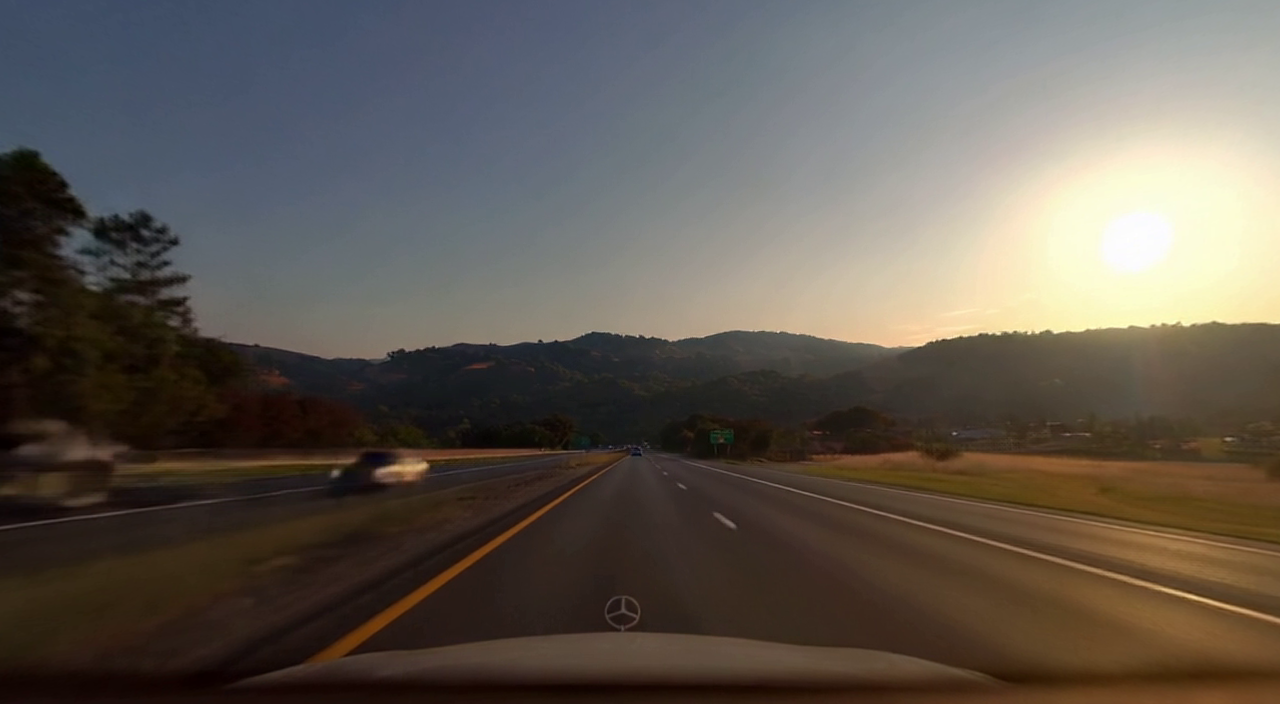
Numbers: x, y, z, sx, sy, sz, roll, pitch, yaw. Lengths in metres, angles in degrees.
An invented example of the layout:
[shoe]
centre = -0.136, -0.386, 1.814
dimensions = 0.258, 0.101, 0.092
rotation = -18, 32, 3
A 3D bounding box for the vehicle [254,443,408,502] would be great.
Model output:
[vehicle]
centre = -8.473, 3.321, 17.865
dimensions = 2.136, 1.442, 4.377
rotation = 0, -9, 0
